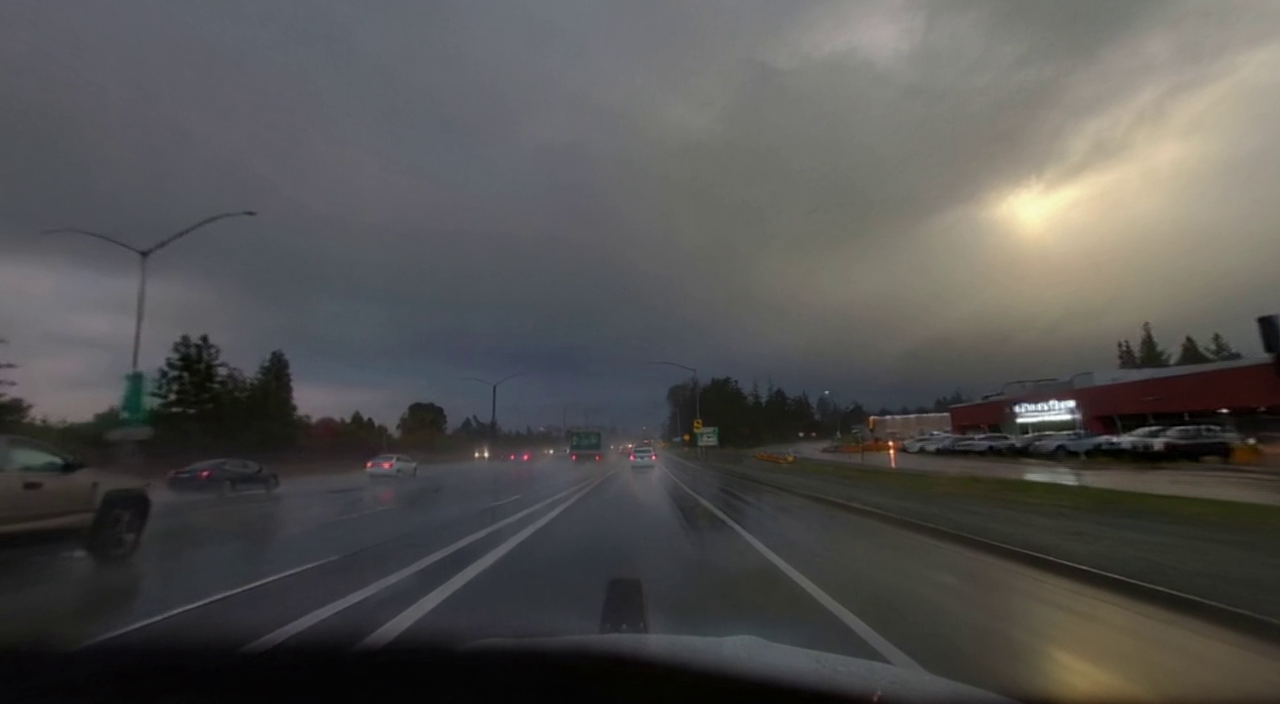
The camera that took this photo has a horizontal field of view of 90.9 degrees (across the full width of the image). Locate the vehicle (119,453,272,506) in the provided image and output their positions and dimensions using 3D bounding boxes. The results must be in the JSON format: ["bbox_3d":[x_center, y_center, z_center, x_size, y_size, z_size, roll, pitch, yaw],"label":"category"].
[{"bbox_3d":[-14.490,4.136,20.919,1.805,1.508,4.331,0,-8,2],"label":"vehicle"}]

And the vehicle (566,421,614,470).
[{"bbox_3d":[-3.701,7.213,48.866,2.796,3.426,8.553,0,-8,1],"label":"vehicle"}]

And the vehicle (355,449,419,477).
[{"bbox_3d":[-17.073,7.493,42.833,2.076,1.709,4.893,-1,-8,3],"label":"vehicle"}]

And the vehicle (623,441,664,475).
[{"bbox_3d":[0.219,6.025,36.064,2.227,1.794,4.646,0,-8,1],"label":"vehicle"}]

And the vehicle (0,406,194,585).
[{"bbox_3d":[-7.952,1.589,7.061,2.165,1.903,4.917,0,-8,2],"label":"vehicle"}]
